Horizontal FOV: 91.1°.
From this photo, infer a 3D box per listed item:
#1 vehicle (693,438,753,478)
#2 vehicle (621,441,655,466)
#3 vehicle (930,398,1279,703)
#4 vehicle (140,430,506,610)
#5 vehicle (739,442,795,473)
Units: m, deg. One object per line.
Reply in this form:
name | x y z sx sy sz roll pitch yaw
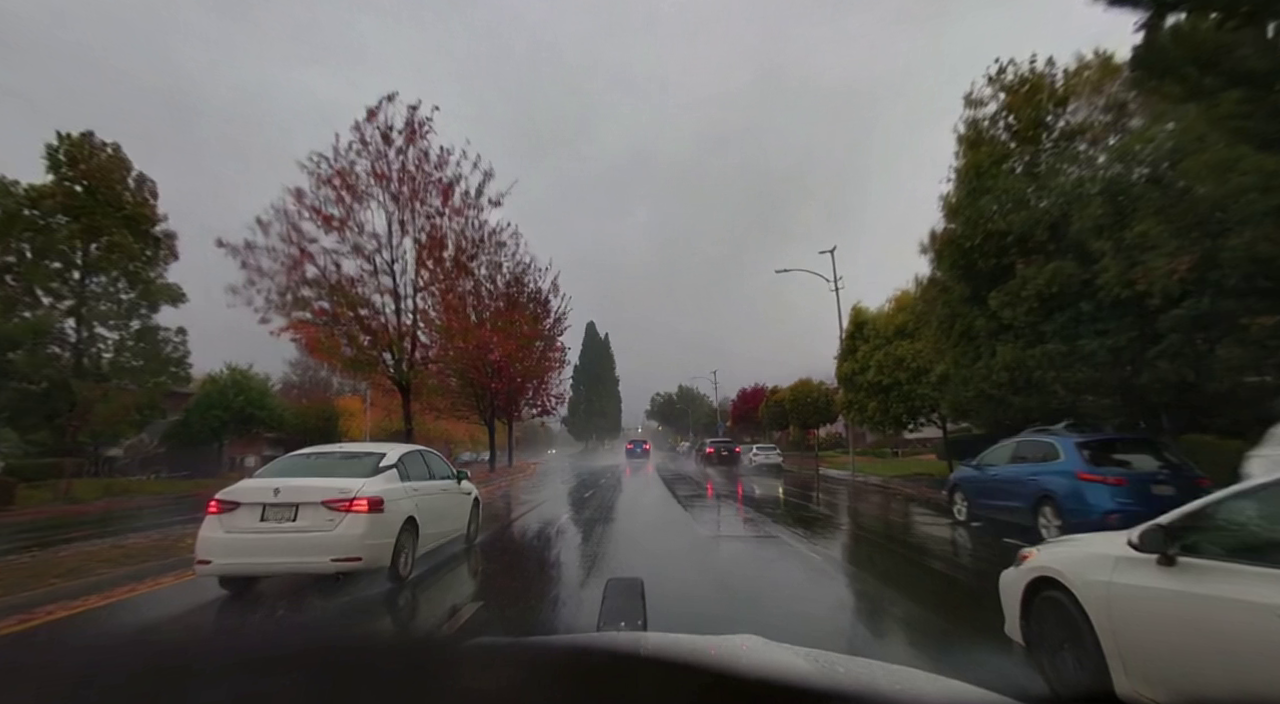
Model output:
vehicle | 3.630 4.736 28.363 2.019 1.675 4.488 0 -8 -1
vehicle | -0.122 7.145 44.286 2.293 1.662 4.262 0 -8 0
vehicle | 3.223 0.946 2.434 2.060 1.474 4.475 0 -8 0
vehicle | -3.140 1.739 7.573 1.997 1.479 4.547 0 -8 1
vehicle | 7.186 5.995 35.944 2.114 1.628 4.932 0 -8 -1
